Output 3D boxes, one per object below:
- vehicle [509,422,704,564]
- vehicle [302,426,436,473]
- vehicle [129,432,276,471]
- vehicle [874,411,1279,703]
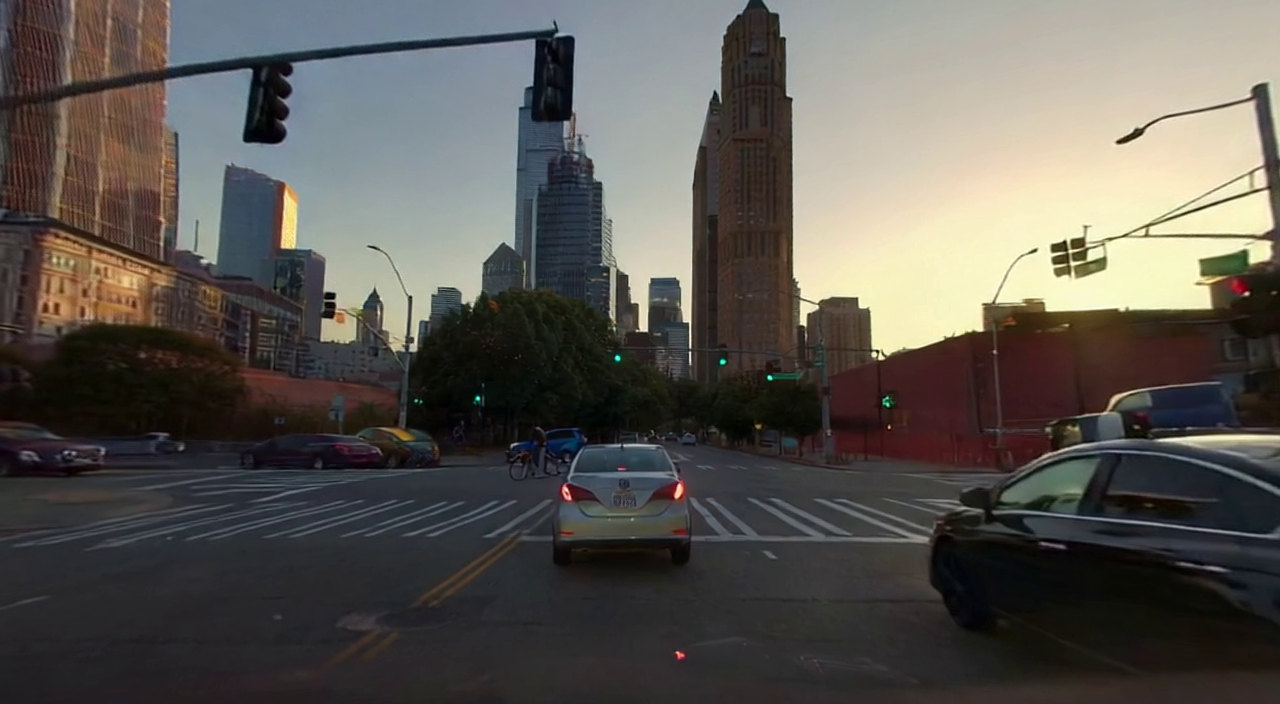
[{"bbox_3d":[-0.414,1.754,8.540,2.031,1.461,3.763,0,-8,-2],"label":"vehicle"},{"bbox_3d":[-10.431,3.751,24.309,4.556,1.689,1.982,-3,-9,21],"label":"vehicle"},{"bbox_3d":[-17.528,4.014,25.431,4.511,1.483,1.877,0,-8,1],"label":"vehicle"},{"bbox_3d":[3.229,1.156,3.723,1.942,1.443,4.468,0,-8,0],"label":"vehicle"}]
